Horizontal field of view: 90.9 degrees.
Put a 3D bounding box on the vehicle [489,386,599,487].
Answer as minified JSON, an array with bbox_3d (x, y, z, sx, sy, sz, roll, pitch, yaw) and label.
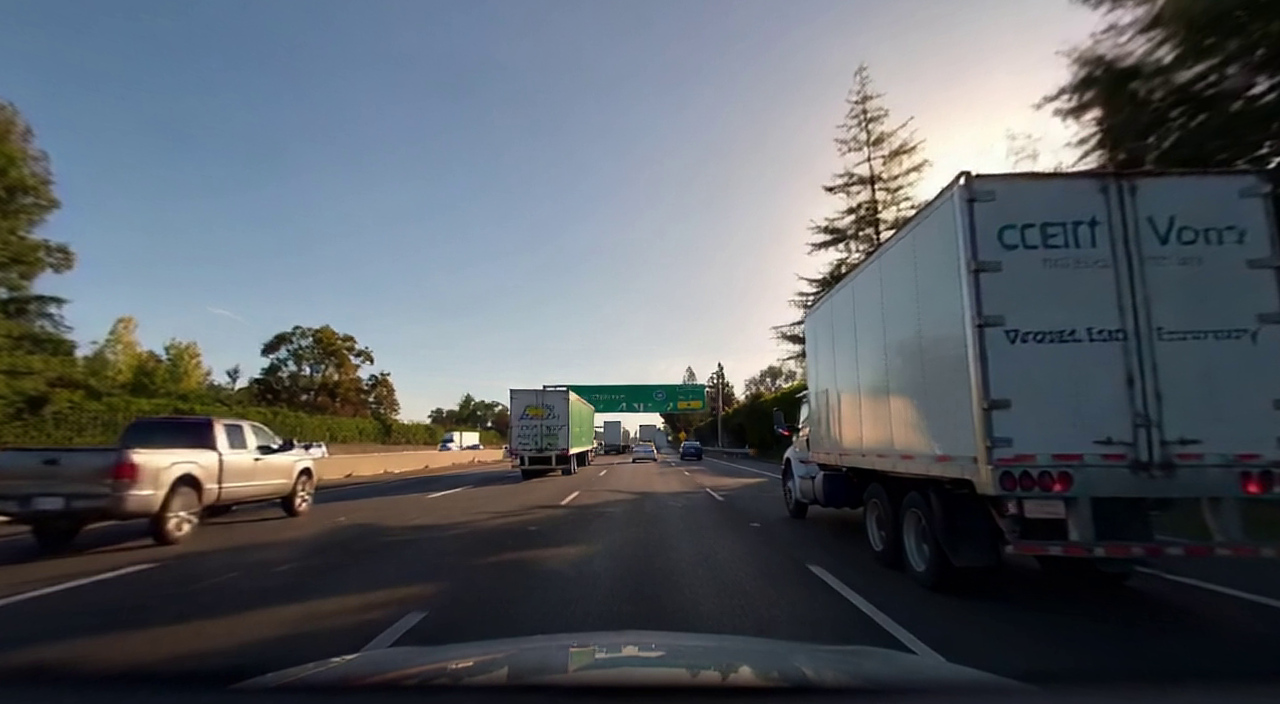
[{"bbox_3d":[-3.265,3.218,23.690,2.745,3.156,7.608,0,-8,1],"label":"vehicle"}]

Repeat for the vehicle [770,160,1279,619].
[{"bbox_3d":[4.034,0.752,8.552,2.895,3.484,7.631,0,-8,0],"label":"vehicle"}]

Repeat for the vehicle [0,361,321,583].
[{"bbox_3d":[-7.256,1.591,9.111,2.322,2.195,5.556,0,-8,0],"label":"vehicle"}]

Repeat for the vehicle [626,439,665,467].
[{"bbox_3d":[0.290,5.793,36.174,2.105,1.502,4.068,0,-8,0],"label":"vehicle"}]
